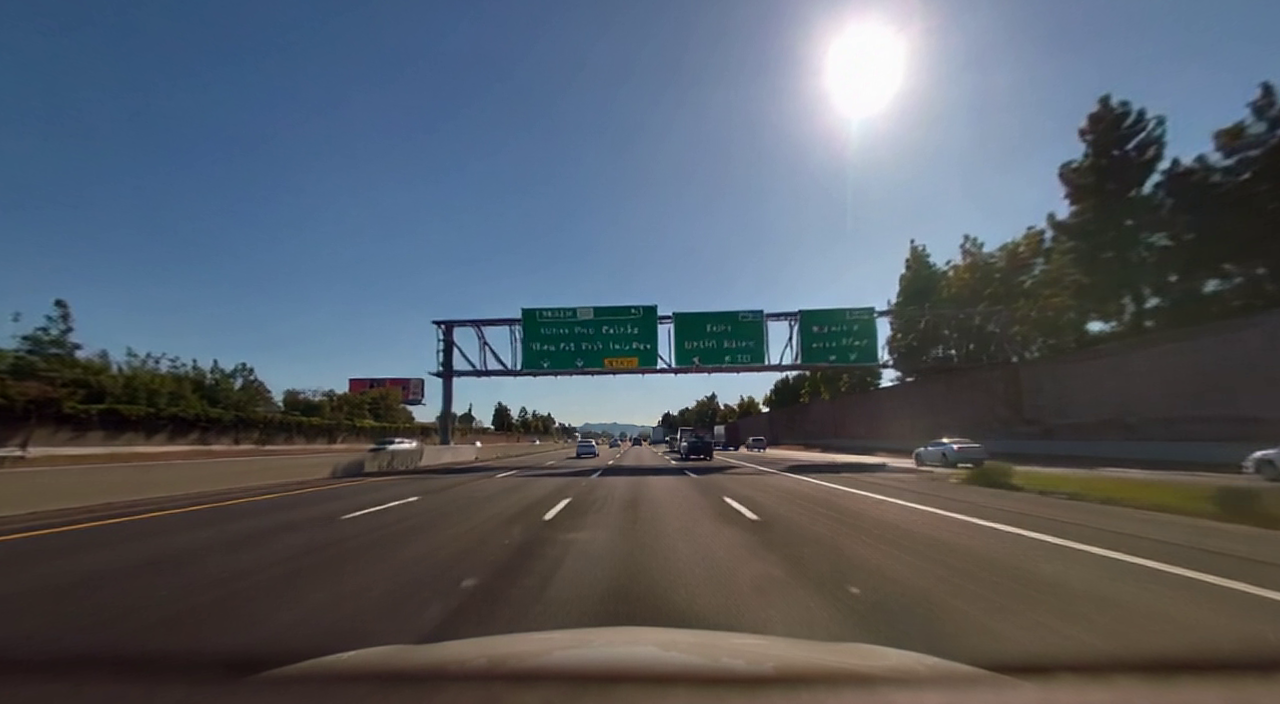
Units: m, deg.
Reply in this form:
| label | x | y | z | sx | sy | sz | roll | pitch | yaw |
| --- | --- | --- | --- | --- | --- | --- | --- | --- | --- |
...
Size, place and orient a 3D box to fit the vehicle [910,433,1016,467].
| label | x | y | z | sx | sy | sz | roll | pitch | yaw |
| --- | --- | --- | --- | --- | --- | --- | --- | --- | --- |
| vehicle | 19.025 | 5.795 | 37.472 | 2.261 | 1.824 | 5.678 | 2 | -9 | -15 |

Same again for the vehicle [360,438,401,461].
| label | x | y | z | sx | sy | sz | roll | pitch | yaw |
| --- | --- | --- | --- | --- | --- | --- | --- | --- | --- |
| vehicle | -17.457 | 6.544 | 42.491 | 1.470 | 1.364 | 3.324 | -2 | -7 | -1 |

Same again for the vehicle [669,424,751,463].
| label | x | y | z | sx | sy | sz | roll | pitch | yaw |
| --- | --- | --- | --- | --- | --- | --- | --- | --- | --- |
| vehicle | 3.927 | 5.727 | 39.241 | 3.042 | 2.004 | 14.051 | 0 | -8 | -2 |

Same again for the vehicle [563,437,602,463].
| label | x | y | z | sx | sy | sz | roll | pitch | yaw |
| --- | --- | --- | --- | --- | --- | --- | --- | --- | --- |
| vehicle | -3.609 | 6.229 | 40.085 | 2.066 | 1.500 | 4.415 | 0 | -8 | 0 |
